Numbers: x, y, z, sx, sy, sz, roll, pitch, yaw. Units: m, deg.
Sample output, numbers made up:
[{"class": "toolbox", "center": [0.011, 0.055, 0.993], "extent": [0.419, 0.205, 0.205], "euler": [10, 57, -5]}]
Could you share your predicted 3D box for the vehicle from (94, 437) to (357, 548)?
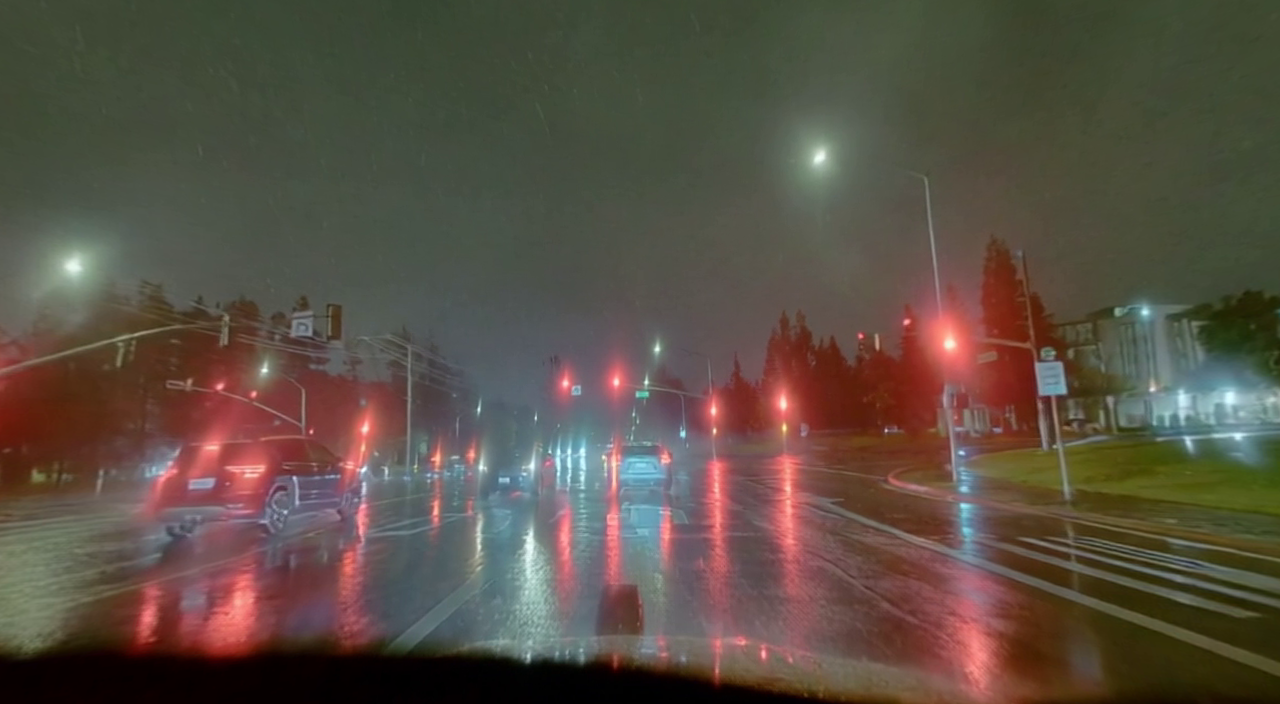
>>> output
[{"class": "vehicle", "center": [-6.876, 2.325, 11.160], "extent": [1.869, 1.570, 4.064], "euler": [0, -8, 0]}]

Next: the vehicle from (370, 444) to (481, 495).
[{"class": "vehicle", "center": [-6.761, 3.733, 20.476], "extent": [2.074, 1.447, 4.224], "euler": [0, -8, 1]}]

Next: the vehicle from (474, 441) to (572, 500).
[{"class": "vehicle", "center": [-3.153, 3.267, 17.900], "extent": [1.946, 1.437, 4.154], "euler": [0, -8, 1]}]

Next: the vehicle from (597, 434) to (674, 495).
[{"class": "vehicle", "center": [-0.128, 3.180, 18.231], "extent": [1.985, 1.521, 3.968], "euler": [0, -8, 0]}]
